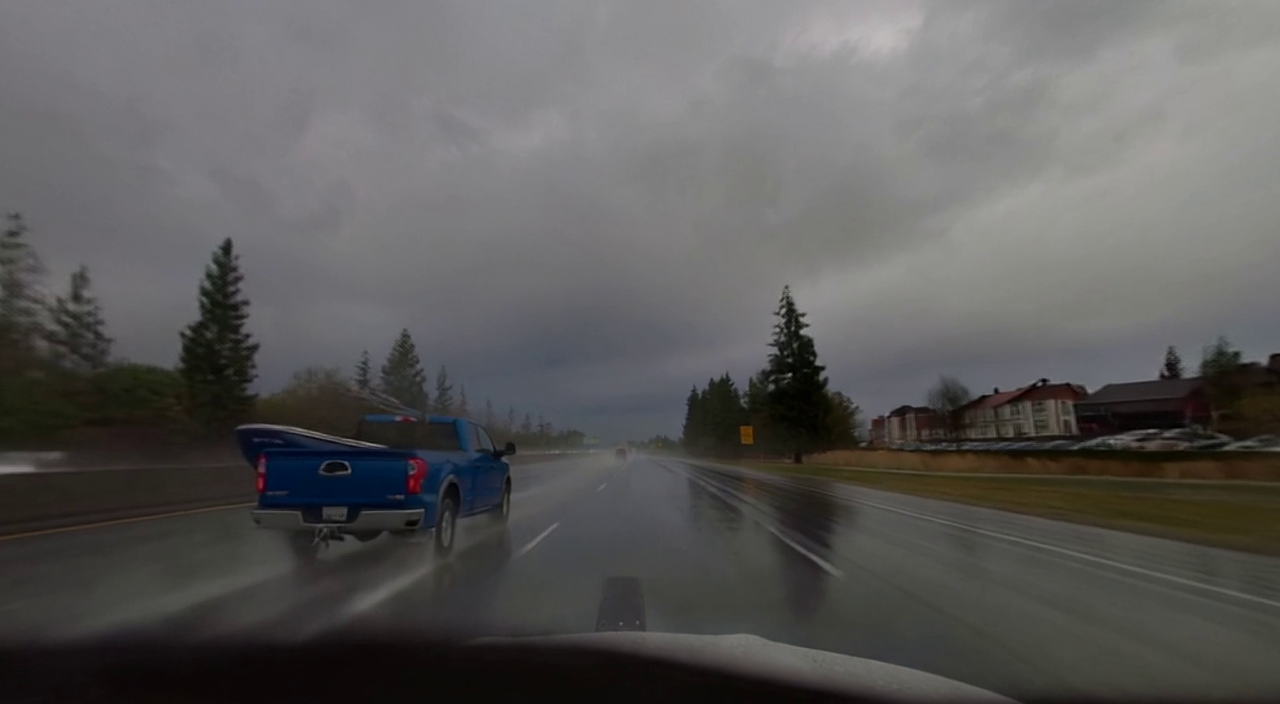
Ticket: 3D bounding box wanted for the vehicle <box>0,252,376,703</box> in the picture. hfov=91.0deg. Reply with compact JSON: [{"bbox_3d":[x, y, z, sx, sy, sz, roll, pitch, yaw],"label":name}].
[{"bbox_3d":[-2.887,0.645,1.701,1.919,1.935,5.609,0,-9,0],"label":"vehicle"}]
